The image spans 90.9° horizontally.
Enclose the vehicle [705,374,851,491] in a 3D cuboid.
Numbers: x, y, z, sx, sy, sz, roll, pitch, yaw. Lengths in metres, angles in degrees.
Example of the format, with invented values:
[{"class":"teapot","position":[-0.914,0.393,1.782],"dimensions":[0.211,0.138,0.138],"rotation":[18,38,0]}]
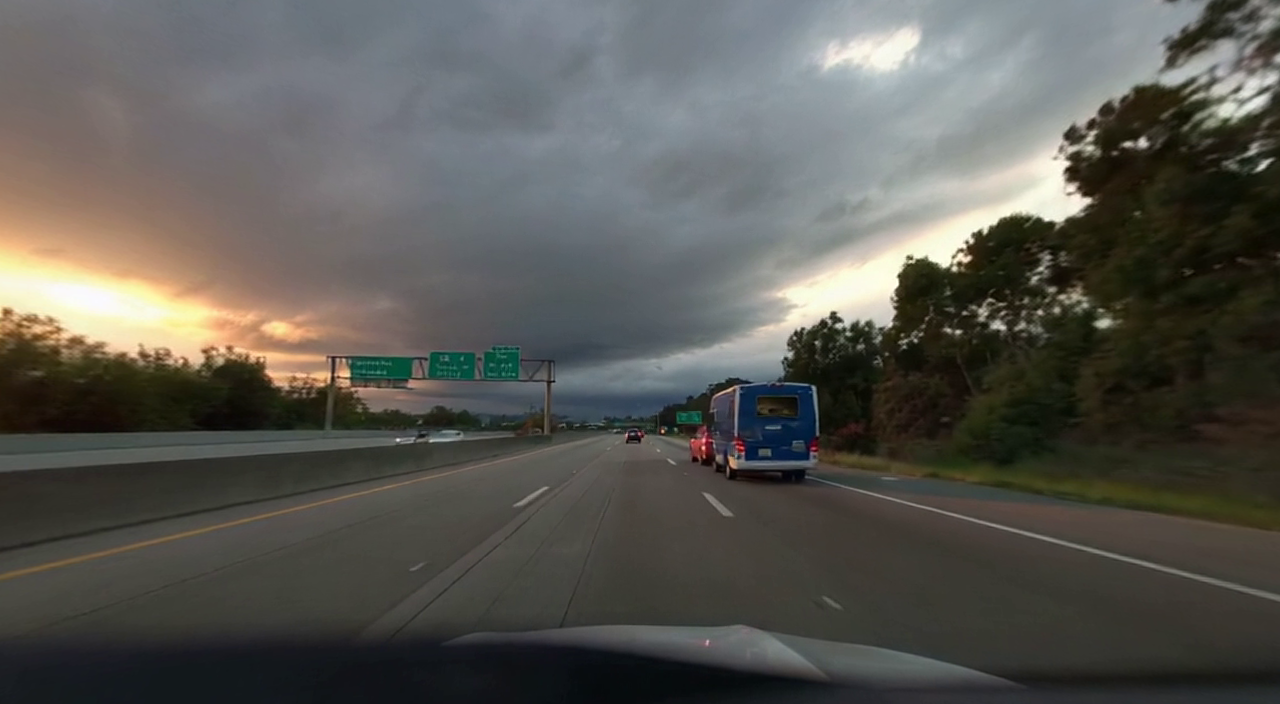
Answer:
[{"class":"vehicle","position":[3.473,2.207,17.336],"dimensions":[2.590,2.680,5.445],"rotation":[0,-7,-2]}]
